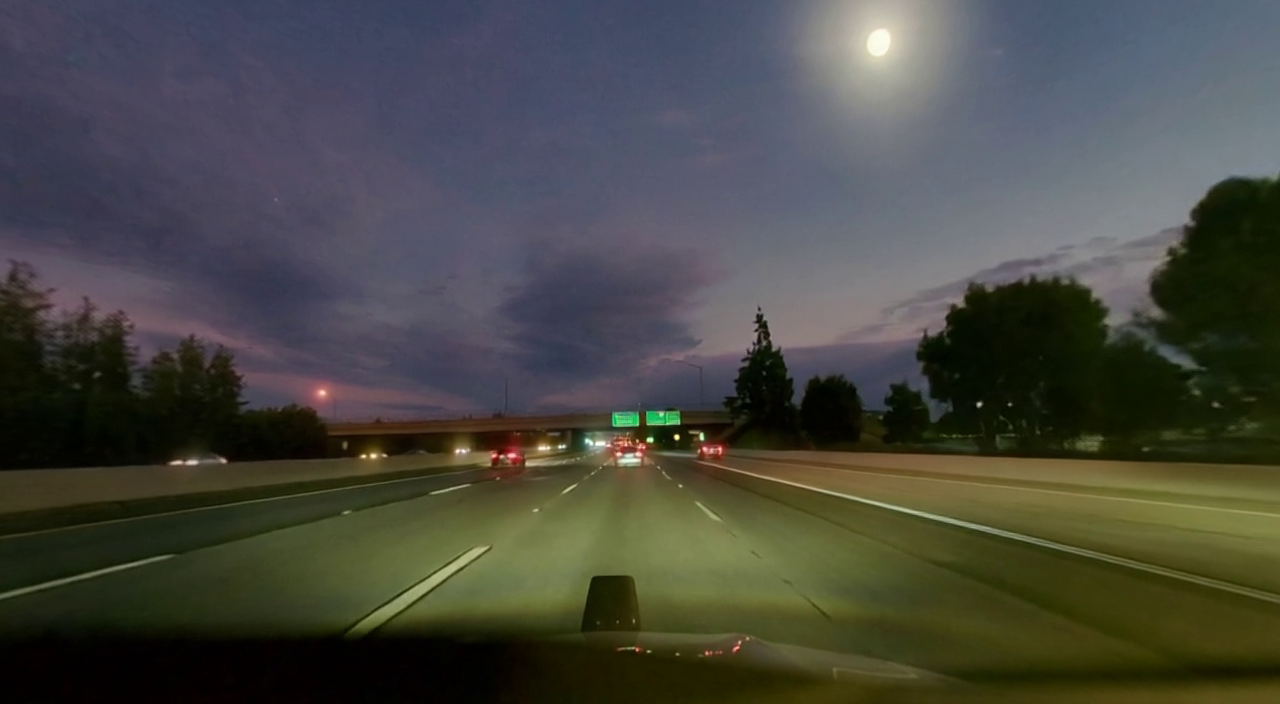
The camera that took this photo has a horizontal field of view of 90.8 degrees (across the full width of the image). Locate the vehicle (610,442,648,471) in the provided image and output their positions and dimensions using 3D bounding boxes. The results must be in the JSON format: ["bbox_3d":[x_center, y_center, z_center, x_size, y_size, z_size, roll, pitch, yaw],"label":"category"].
[{"bbox_3d":[-0.642,5.805,35.332,2.012,1.471,4.059,0,-8,-2],"label":"vehicle"}]

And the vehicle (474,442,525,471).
[{"bbox_3d":[-8.054,6.030,36.551,1.957,1.554,4.350,0,-8,-1],"label":"vehicle"}]

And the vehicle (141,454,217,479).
[{"bbox_3d":[-35.645,8.832,49.044,2.066,1.765,5.013,0,-8,0],"label":"vehicle"}]
